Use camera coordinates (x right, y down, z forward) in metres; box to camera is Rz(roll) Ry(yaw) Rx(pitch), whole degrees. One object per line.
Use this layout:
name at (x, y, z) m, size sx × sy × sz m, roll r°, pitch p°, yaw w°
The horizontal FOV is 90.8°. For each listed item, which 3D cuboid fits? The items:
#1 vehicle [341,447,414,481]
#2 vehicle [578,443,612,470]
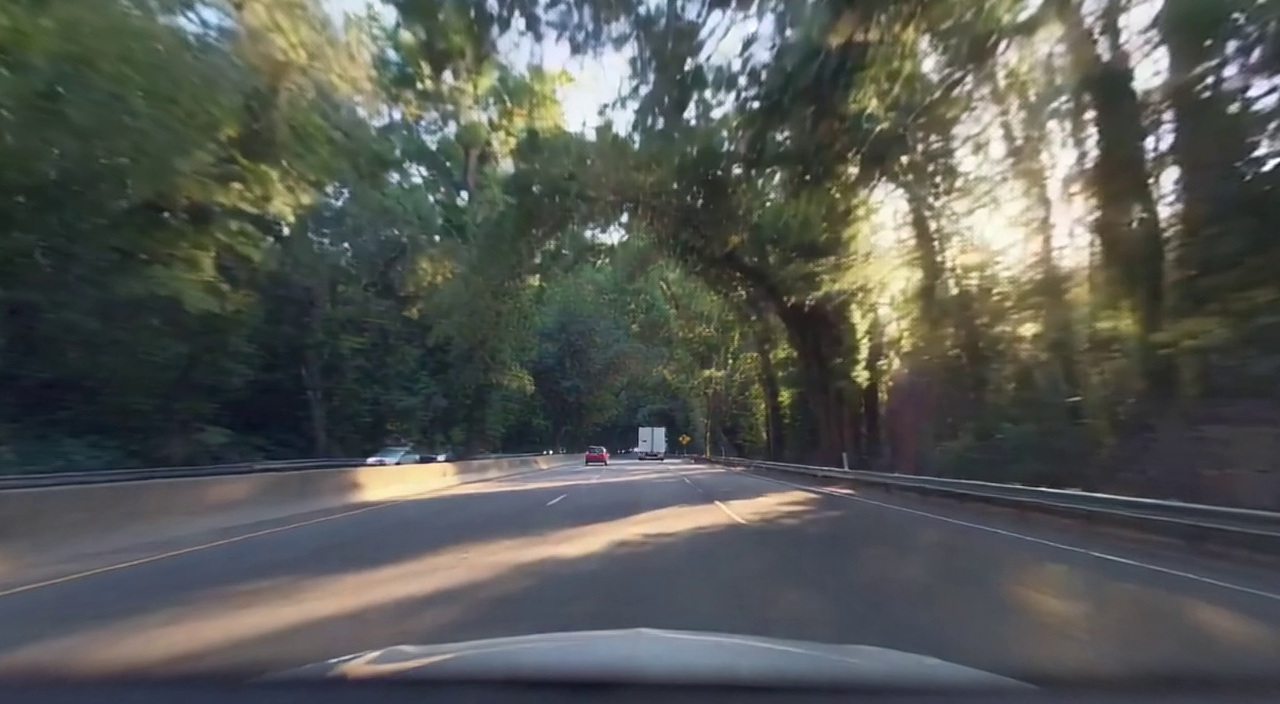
vehicle at (-13.131, 5.604, 31.833) m, size 1.845 × 1.583 × 4.154 m, roll 0°, pitch -9°, yaw 1°
vehicle at (-3.351, 7.921, 47.933) m, size 2.173 × 1.924 × 5.030 m, roll 0°, pitch -9°, yaw 1°
